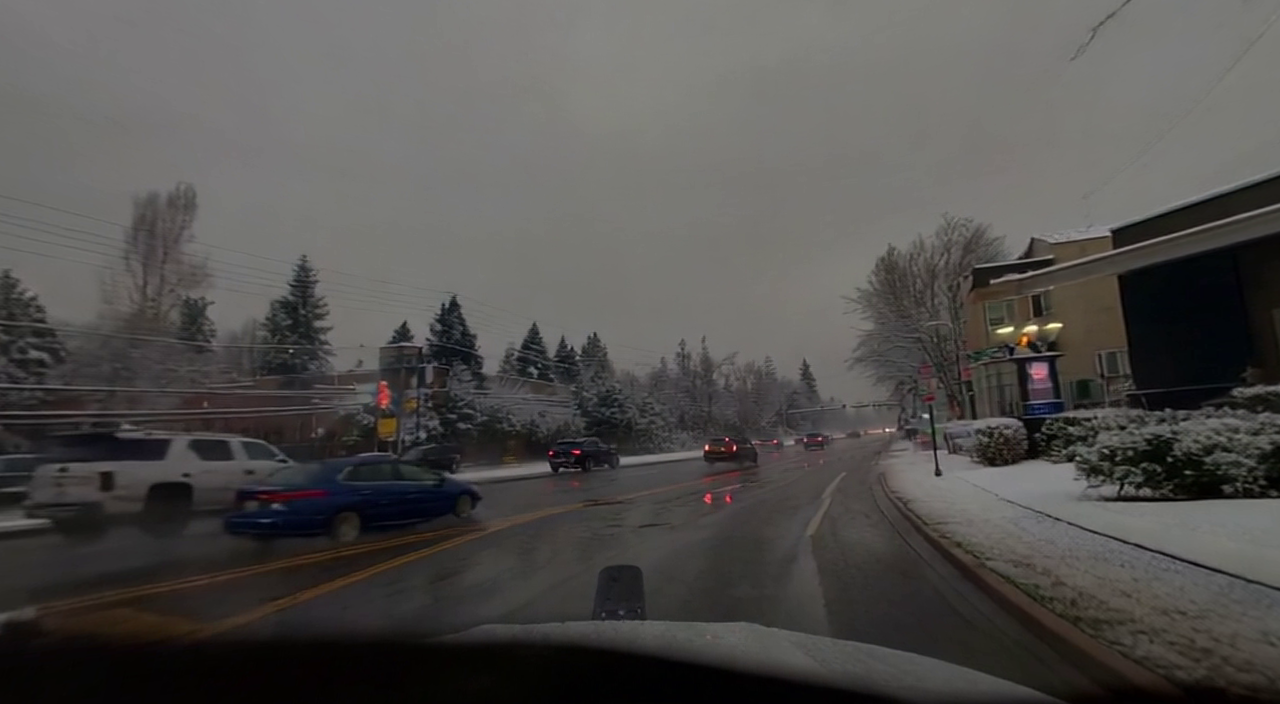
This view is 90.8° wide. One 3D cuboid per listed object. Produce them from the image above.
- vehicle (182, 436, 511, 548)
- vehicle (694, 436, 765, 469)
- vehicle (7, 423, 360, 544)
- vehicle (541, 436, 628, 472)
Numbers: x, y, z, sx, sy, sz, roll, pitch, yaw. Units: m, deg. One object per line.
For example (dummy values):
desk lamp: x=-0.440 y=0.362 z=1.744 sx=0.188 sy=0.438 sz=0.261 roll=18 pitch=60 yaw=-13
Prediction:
vehicle: x=-4.684 y=2.273 z=10.965 sx=2.056 sy=1.442 sz=4.725 roll=-4 pitch=-10 yaw=31
vehicle: x=4.525 y=5.028 z=31.470 sx=1.984 sy=1.482 sz=4.482 roll=-5 pitch=-11 yaw=29
vehicle: x=-7.835 y=2.314 z=11.519 sx=2.050 sy=1.695 sz=4.677 roll=-6 pitch=-11 yaw=26
vehicle: x=-2.964 y=5.613 z=34.714 sx=2.506 sy=1.718 sz=4.822 roll=-7 pitch=-11 yaw=27
